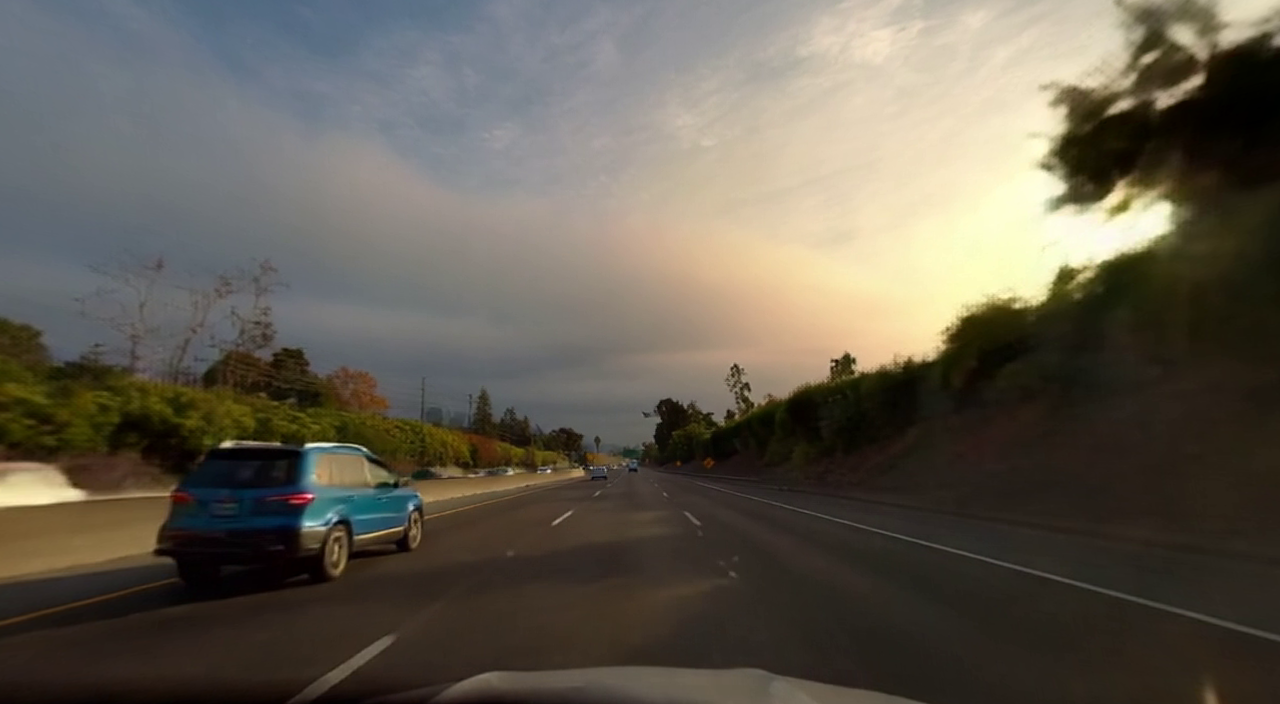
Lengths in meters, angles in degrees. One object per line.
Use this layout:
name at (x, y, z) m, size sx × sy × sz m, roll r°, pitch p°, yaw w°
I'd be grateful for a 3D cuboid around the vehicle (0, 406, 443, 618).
vehicle at (-4.308, 1.783, 7.781) m, size 2.178 × 1.736 × 4.847 m, roll 1°, pitch -10°, yaw 0°
